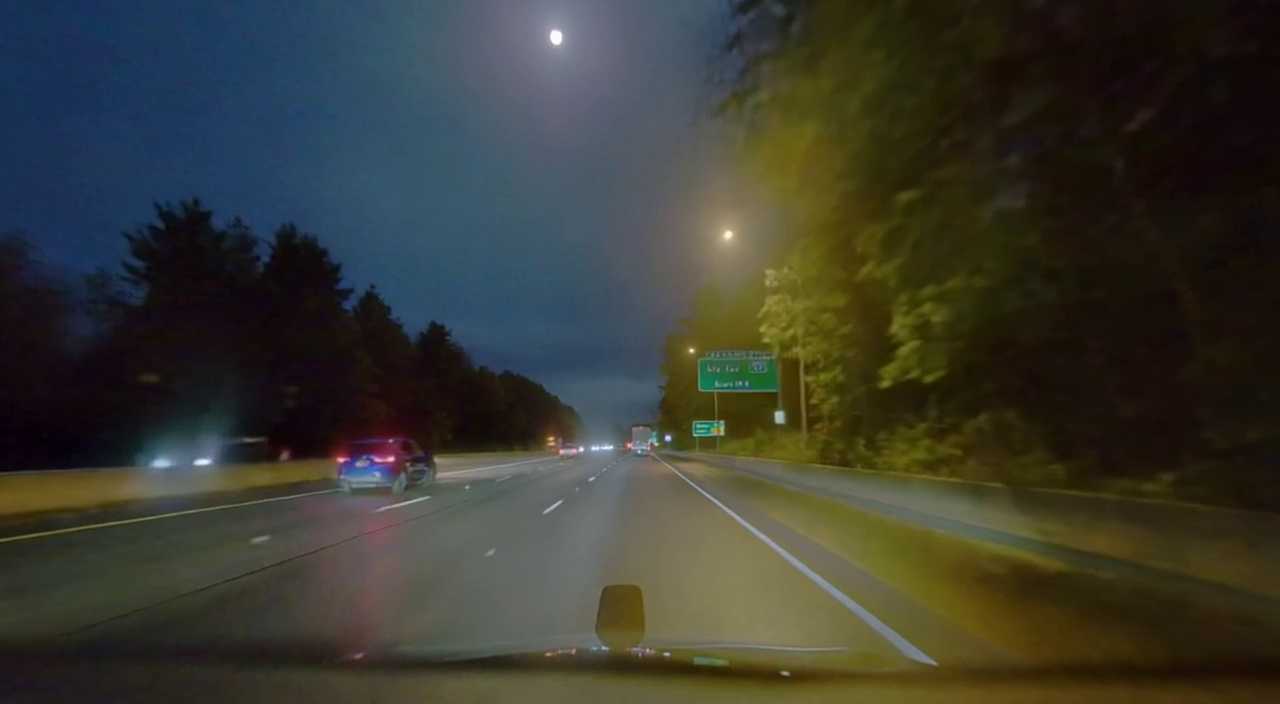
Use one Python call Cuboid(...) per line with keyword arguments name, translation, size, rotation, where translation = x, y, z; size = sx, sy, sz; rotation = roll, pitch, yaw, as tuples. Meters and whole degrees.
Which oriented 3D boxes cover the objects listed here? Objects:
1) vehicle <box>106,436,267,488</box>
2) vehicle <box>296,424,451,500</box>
Cuboid(name="vehicle", translation=(-17.725, 4.311, 25.122), size=(2.195, 1.799, 5.589), rotation=(0, -9, 1))
Cuboid(name="vehicle", translation=(-7.170, 3.013, 17.652), size=(2.253, 1.815, 4.618), rotation=(0, -9, 1))
